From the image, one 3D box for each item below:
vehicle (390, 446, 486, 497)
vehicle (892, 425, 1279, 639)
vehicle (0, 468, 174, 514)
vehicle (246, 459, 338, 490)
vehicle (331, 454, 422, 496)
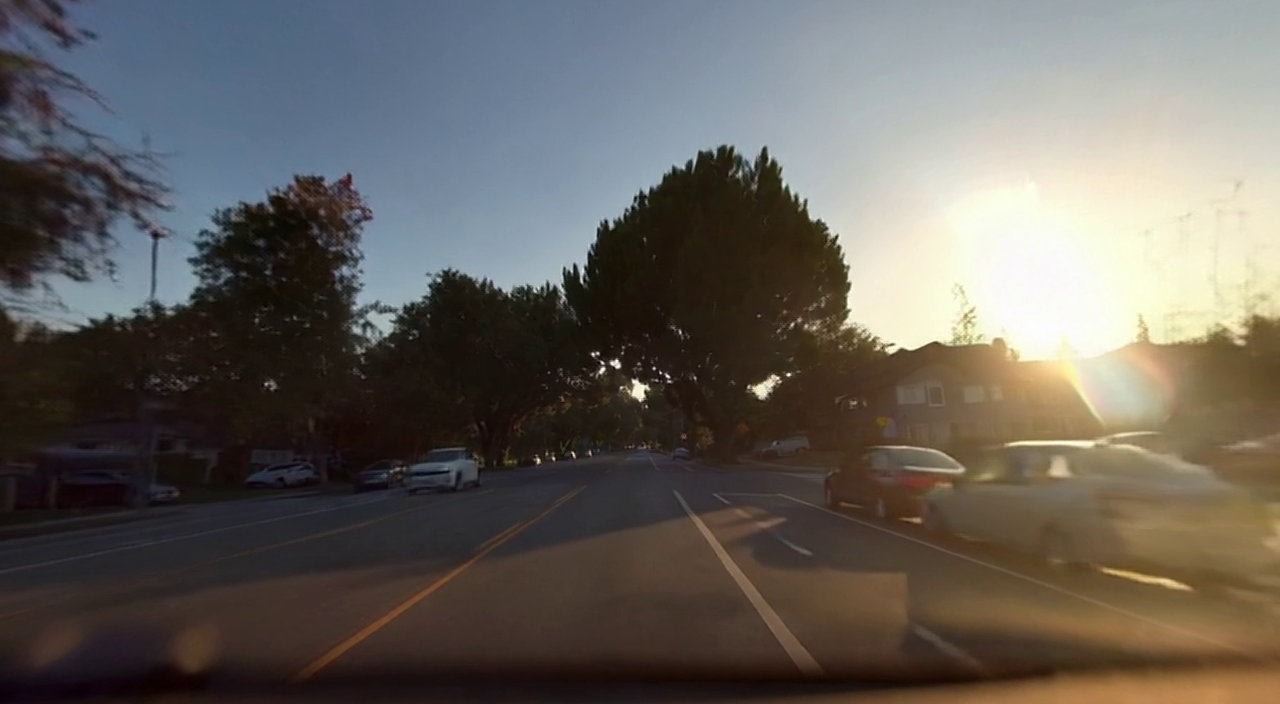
[{"bbox_3d":[-7.474,4.447,23.977,2.092,1.741,4.559,0,-9,1],"label":"vehicle"},{"bbox_3d":[4.885,1.646,7.026,2.008,1.481,5.049,0,-9,-1],"label":"vehicle"},{"bbox_3d":[-19.471,4.895,22.382,4.367,1.480,1.903,0,-9,2],"label":"vehicle"},{"bbox_3d":[-20.915,7.358,38.121,4.340,1.727,2.048,-1,-9,2],"label":"vehicle"},{"bbox_3d":[-12.630,5.892,30.741,2.128,1.768,5.306,0,-9,0],"label":"vehicle"}]
